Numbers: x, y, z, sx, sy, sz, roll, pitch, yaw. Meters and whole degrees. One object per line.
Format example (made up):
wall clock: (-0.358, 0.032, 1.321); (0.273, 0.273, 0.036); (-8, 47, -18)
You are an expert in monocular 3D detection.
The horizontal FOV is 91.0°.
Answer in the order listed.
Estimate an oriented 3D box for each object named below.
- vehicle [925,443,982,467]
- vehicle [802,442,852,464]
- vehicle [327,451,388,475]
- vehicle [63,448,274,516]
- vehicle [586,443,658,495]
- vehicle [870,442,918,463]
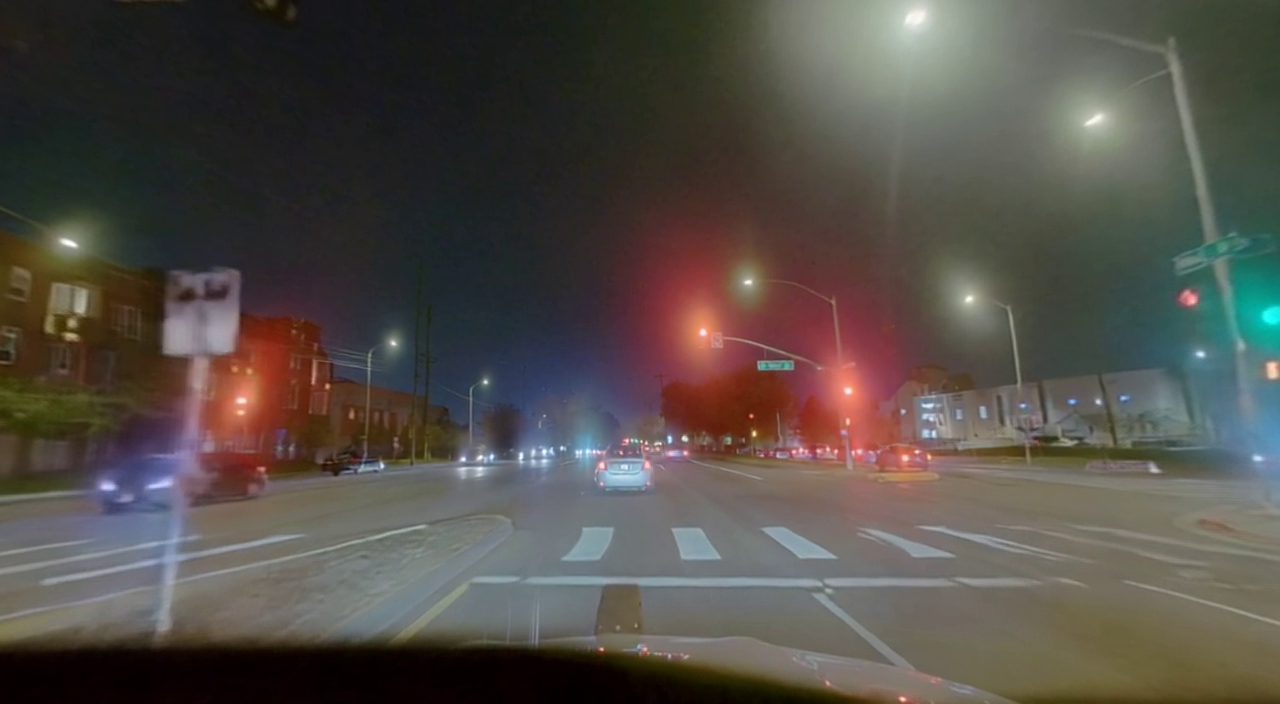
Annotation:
vehicle: (19.777, 6.436, 39.633); (1.932, 1.430, 4.203); (-8, -12, 43)
vehicle: (12.675, 6.893, 42.986); (1.849, 1.429, 4.335); (0, -8, -3)
vehicle: (-19.513, 7.669, 43.663); (2.018, 1.468, 4.768); (0, -8, 0)
vehicle: (-12.030, 3.290, 16.594); (1.963, 1.504, 4.640); (0, -8, 0)
vehicle: (-0.529, 3.595, 19.772); (2.010, 1.447, 4.121); (0, -8, -1)
vehicle: (18.941, 7.436, 46.830); (1.900, 1.490, 4.238); (-8, -11, 41)
